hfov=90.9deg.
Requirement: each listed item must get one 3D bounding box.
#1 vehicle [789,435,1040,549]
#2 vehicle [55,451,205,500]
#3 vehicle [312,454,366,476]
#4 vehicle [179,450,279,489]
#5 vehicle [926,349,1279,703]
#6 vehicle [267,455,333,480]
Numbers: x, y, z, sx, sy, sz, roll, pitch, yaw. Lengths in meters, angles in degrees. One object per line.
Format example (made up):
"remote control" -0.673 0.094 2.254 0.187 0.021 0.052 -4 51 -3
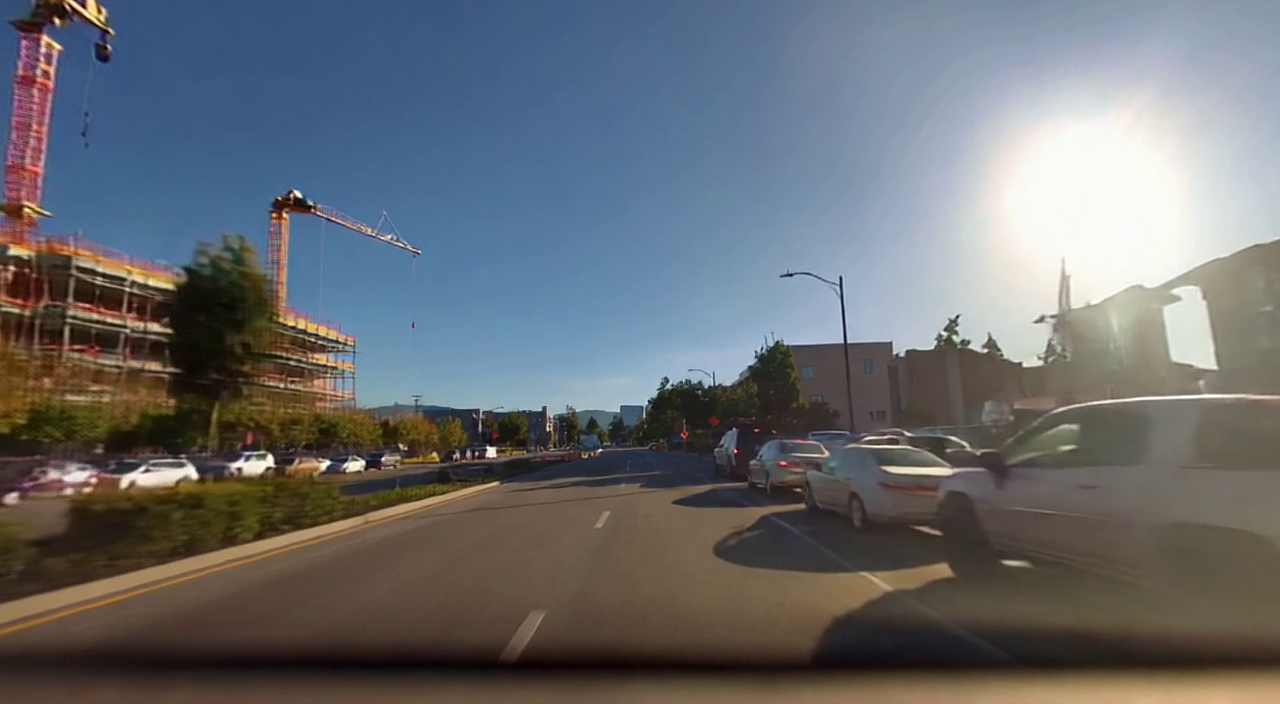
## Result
"vehicle" 4.055 2.132 10.394 2.003 1.442 4.606 0 -8 -1
"vehicle" -21.480 5.172 26.941 1.986 1.805 5.444 0 -8 -2
"vehicle" -21.565 8.075 45.331 1.746 1.447 4.448 0 -8 0
"vehicle" -21.452 6.109 33.183 2.027 1.855 4.908 0 -8 -2
"vehicle" 4.275 1.117 4.606 2.050 1.832 4.794 0 -8 -1
"vehicle" -21.525 7.319 40.138 1.834 1.441 4.416 0 -8 -2
